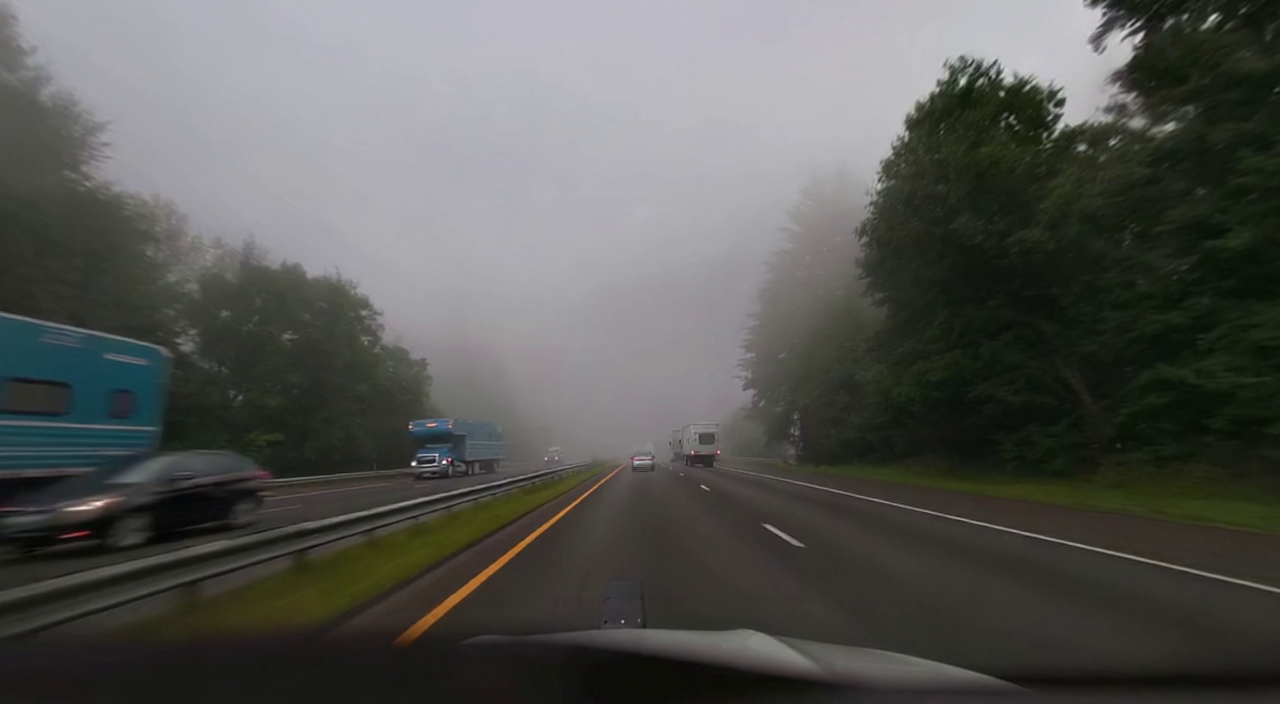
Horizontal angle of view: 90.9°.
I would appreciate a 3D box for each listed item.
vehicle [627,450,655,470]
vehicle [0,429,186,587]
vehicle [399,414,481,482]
[{"bbox_3d":[0.067,7.722,45.200,1.926,1.386,3.615,0,-9,0],"label":"vehicle"},{"bbox_3d":[-8.104,1.830,7.608,2.005,1.730,4.270,0,-9,0],"label":"vehicle"},{"bbox_3d":[-12.464,6.064,39.925,3.069,3.904,6.259,0,-9,0],"label":"vehicle"}]
